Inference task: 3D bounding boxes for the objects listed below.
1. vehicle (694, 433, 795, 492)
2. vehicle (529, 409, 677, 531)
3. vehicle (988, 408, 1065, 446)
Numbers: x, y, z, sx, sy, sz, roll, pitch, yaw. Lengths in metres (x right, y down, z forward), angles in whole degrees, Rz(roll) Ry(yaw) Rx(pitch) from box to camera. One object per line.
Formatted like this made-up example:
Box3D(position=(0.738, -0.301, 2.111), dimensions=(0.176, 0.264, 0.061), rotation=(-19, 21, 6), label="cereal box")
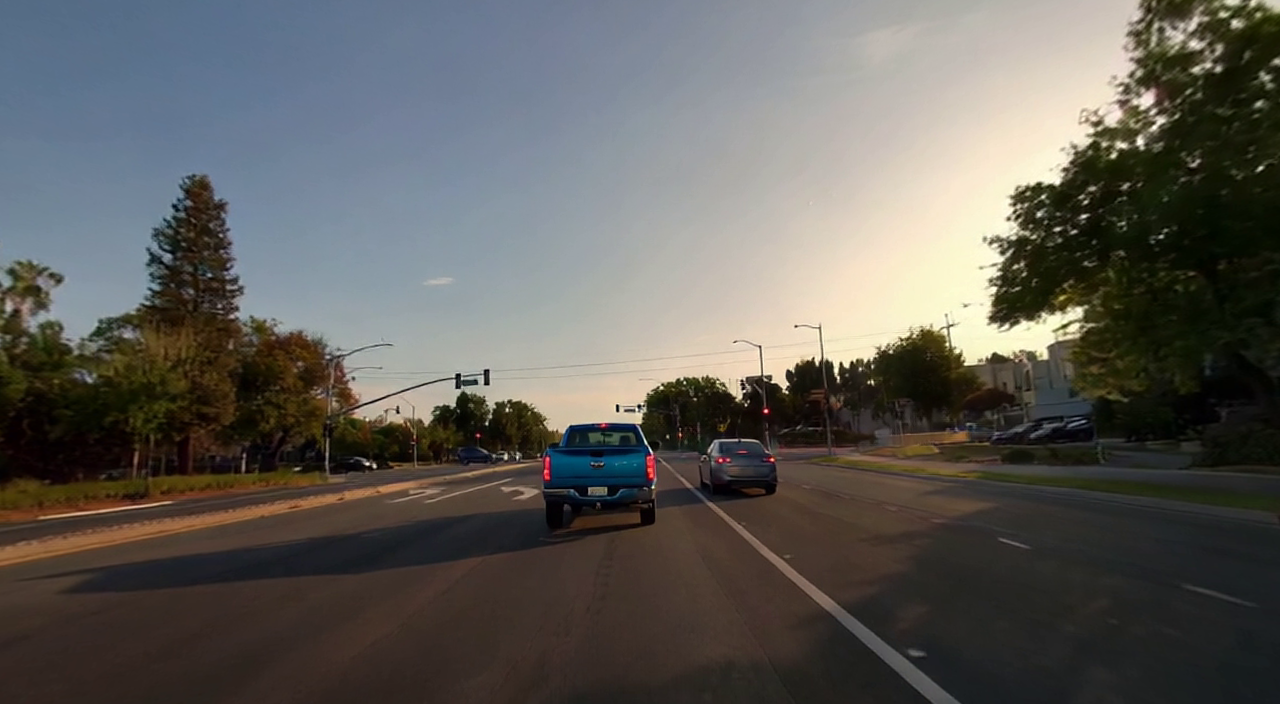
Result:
Box3D(position=(2.848, 3.128, 18.310), dimensions=(2.073, 1.484, 4.437), rotation=(0, -8, -1), label="vehicle")
Box3D(position=(-0.534, 2.063, 11.631), dimensions=(2.145, 1.762, 4.731), rotation=(0, -8, 0), label="vehicle")
Box3D(position=(30.335, 5.961, 49.745), dimensions=(2.892, 2.881, 4.178), rotation=(2, -9, -16), label="vehicle")
